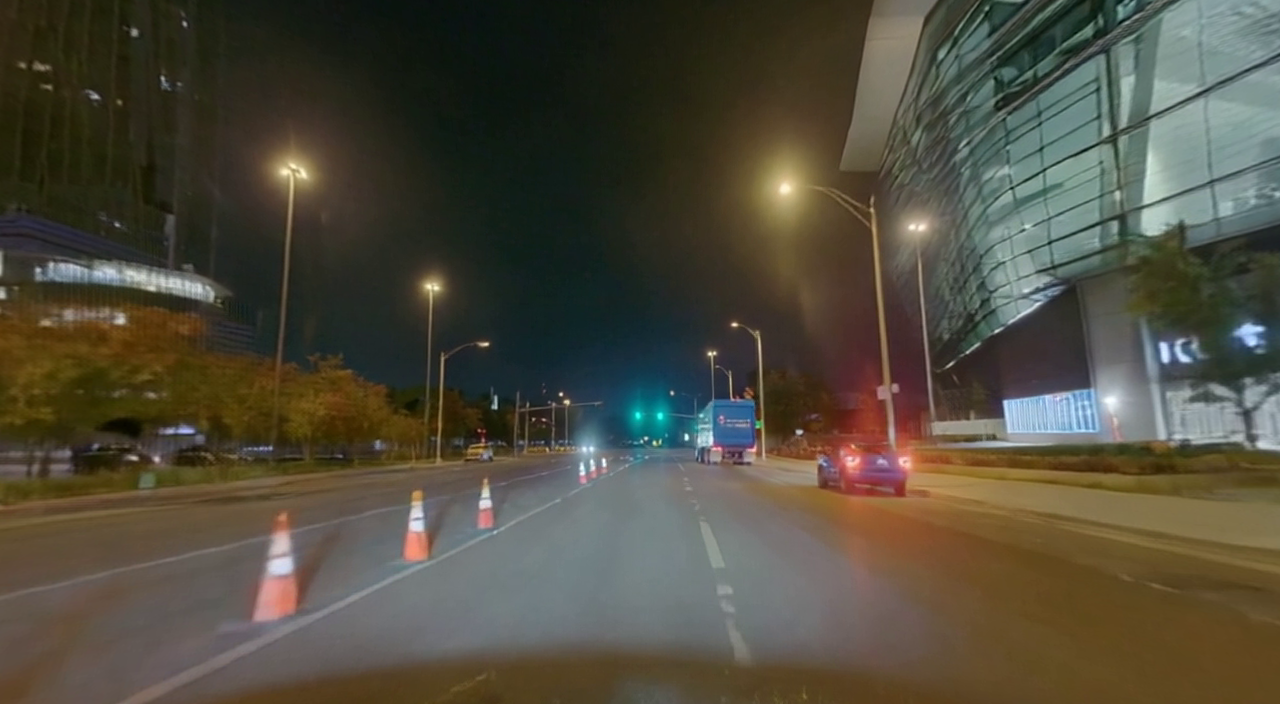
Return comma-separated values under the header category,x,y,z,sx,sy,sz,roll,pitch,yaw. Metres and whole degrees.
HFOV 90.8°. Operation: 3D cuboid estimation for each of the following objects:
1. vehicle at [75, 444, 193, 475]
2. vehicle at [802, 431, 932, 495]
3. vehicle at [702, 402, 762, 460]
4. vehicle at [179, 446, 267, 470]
category,x,y,z,sx,sy,sz,roll,pitch,yaw
vehicle,-25.278,5.379,31.679,4.237,1.490,1.901,0,-8,-2
vehicle,6.397,3.171,18.462,2.098,1.619,4.433,0,-8,-1
vehicle,6.739,6.105,47.864,3.176,3.913,9.805,0,-8,1
vehicle,-24.446,6.237,37.119,3.905,1.345,1.737,0,-8,-1
